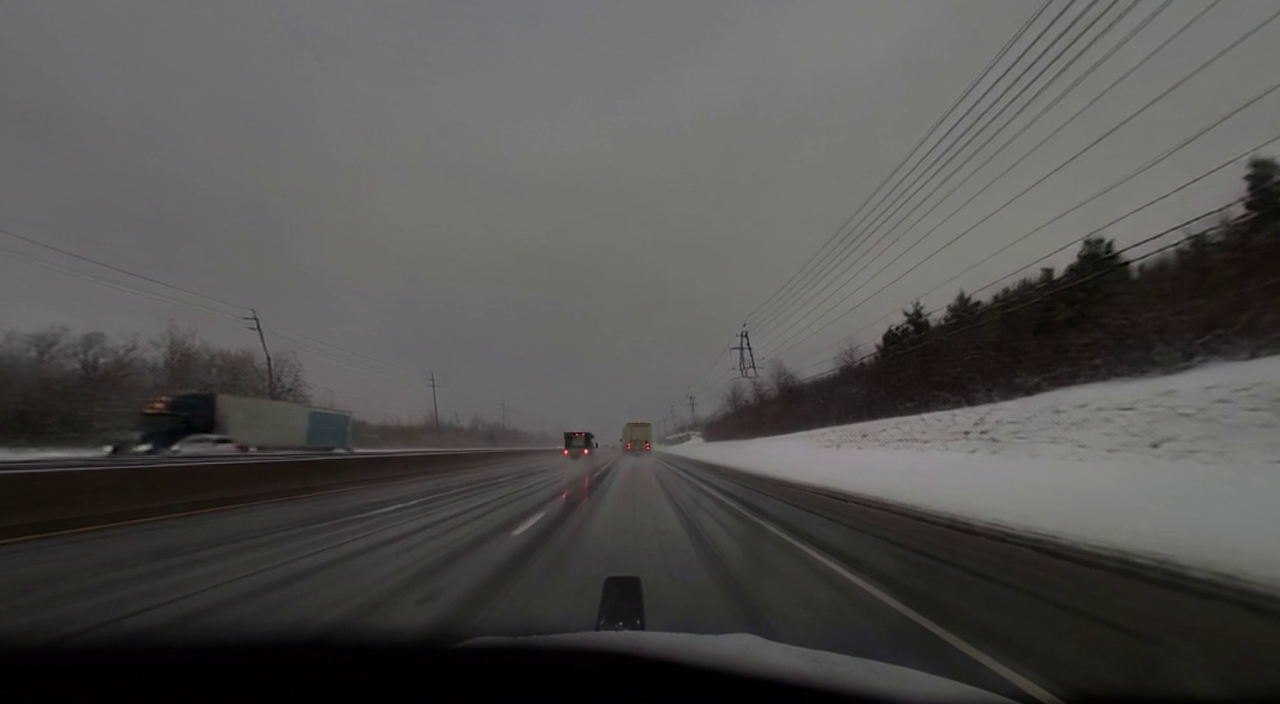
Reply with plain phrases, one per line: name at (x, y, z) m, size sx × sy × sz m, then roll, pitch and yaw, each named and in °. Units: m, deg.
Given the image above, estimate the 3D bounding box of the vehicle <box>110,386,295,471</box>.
vehicle at (-23.316, 4.376, 34.747) m, size 2.859 × 3.985 × 10.141 m, roll 0°, pitch -9°, yaw 0°

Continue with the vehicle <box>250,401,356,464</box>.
vehicle at (-23.449, 5.789, 44.544) m, size 2.837 × 3.999 × 8.063 m, roll 0°, pitch -9°, yaw 0°

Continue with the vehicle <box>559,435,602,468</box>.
vehicle at (-3.666, 6.270, 39.884) m, size 2.207 × 1.949 × 4.911 m, roll 0°, pitch -9°, yaw 1°

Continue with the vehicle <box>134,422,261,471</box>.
vehicle at (-18.821, 4.075, 27.171) m, size 2.089 × 1.933 × 4.657 m, roll 0°, pitch -9°, yaw 0°
